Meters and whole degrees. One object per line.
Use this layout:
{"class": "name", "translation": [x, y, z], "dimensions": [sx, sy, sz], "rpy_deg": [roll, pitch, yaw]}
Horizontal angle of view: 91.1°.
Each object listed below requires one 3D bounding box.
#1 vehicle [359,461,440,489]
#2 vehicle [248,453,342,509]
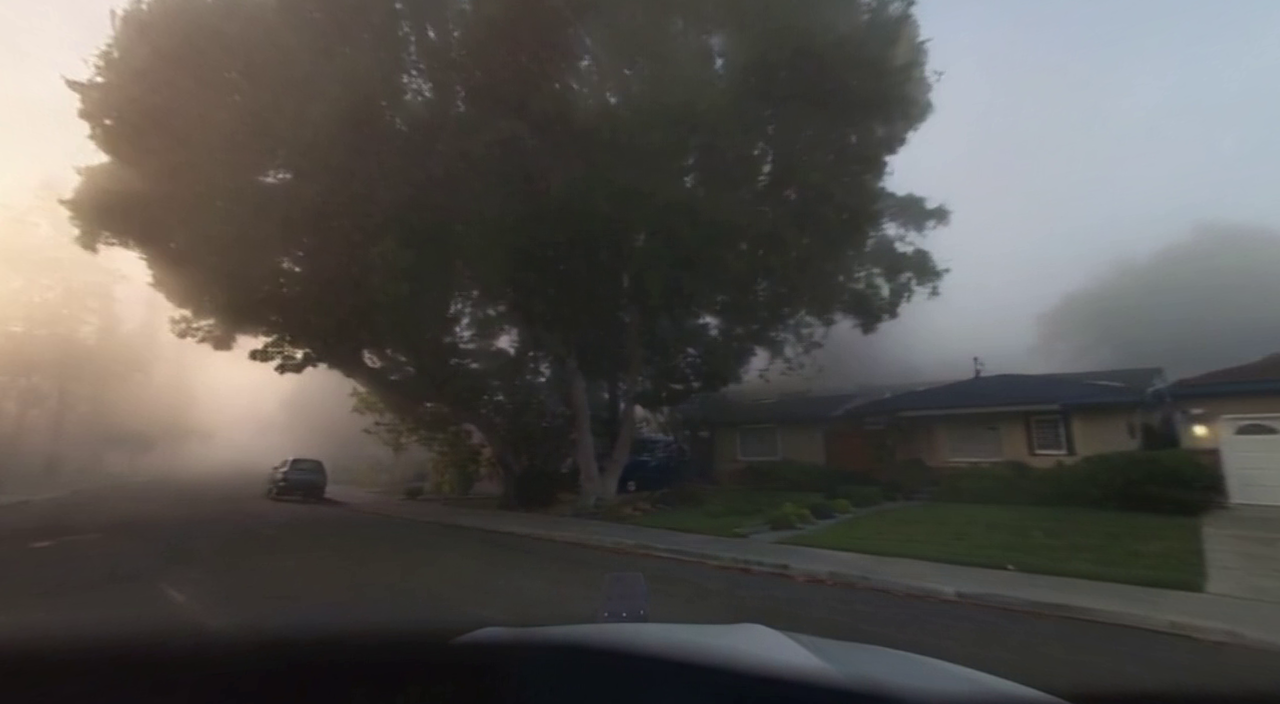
{"class": "vehicle", "translation": [-14.662, 7.500, 38.381], "dimensions": [4.457, 1.510, 1.762], "rpy_deg": [4, -9, -23]}
{"class": "vehicle", "translation": [-12.867, 4.677, 23.275], "dimensions": [2.163, 1.760, 4.591], "rpy_deg": [7, -11, -38]}
